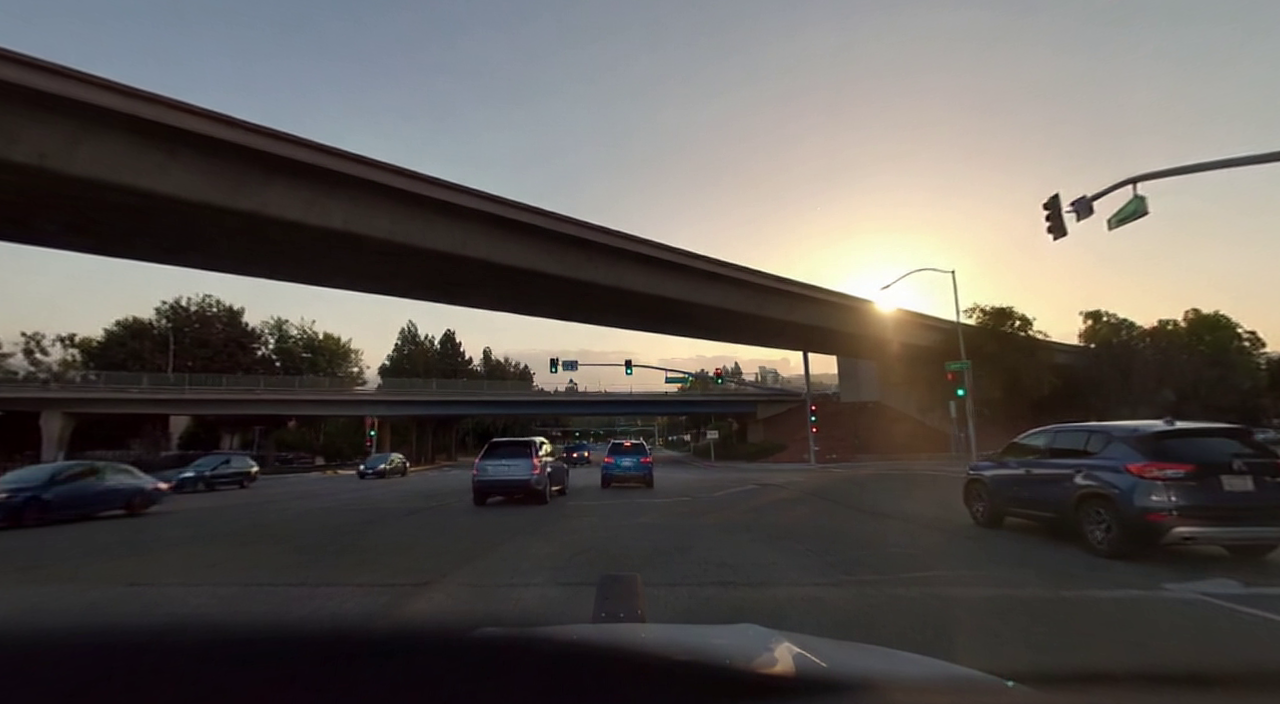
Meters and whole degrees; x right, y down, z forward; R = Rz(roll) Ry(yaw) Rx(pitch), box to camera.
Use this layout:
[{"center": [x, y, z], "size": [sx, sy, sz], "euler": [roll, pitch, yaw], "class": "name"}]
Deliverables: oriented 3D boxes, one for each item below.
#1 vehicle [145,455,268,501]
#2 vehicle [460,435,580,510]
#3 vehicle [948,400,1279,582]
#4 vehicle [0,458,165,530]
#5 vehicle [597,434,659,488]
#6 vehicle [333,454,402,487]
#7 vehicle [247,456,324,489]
[{"center": [-19.569, 5.668, 28.846], "size": [2.131, 1.816, 4.960], "euler": [0, -8, -1], "class": "vehicle"}, {"center": [-3.089, 3.212, 17.429], "size": [2.060, 1.768, 4.681], "euler": [-1, -8, 4], "class": "vehicle"}, {"center": [6.283, 1.693, 8.480], "size": [2.074, 1.785, 4.320], "euler": [0, -8, 0], "class": "vehicle"}, {"center": [-15.498, 3.687, 16.995], "size": [1.859, 1.542, 4.657], "euler": [0, -8, -1], "class": "vehicle"}, {"center": [-0.481, 4.490, 26.440], "size": [2.342, 2.026, 4.642], "euler": [0, -8, 0], "class": "vehicle"}, {"center": [-16.185, 7.018, 37.782], "size": [2.007, 1.730, 4.774], "euler": [0, -8, 0], "class": "vehicle"}, {"center": [-23.400, 7.939, 41.988], "size": [2.039, 1.965, 5.291], "euler": [0, -8, 0], "class": "vehicle"}]
